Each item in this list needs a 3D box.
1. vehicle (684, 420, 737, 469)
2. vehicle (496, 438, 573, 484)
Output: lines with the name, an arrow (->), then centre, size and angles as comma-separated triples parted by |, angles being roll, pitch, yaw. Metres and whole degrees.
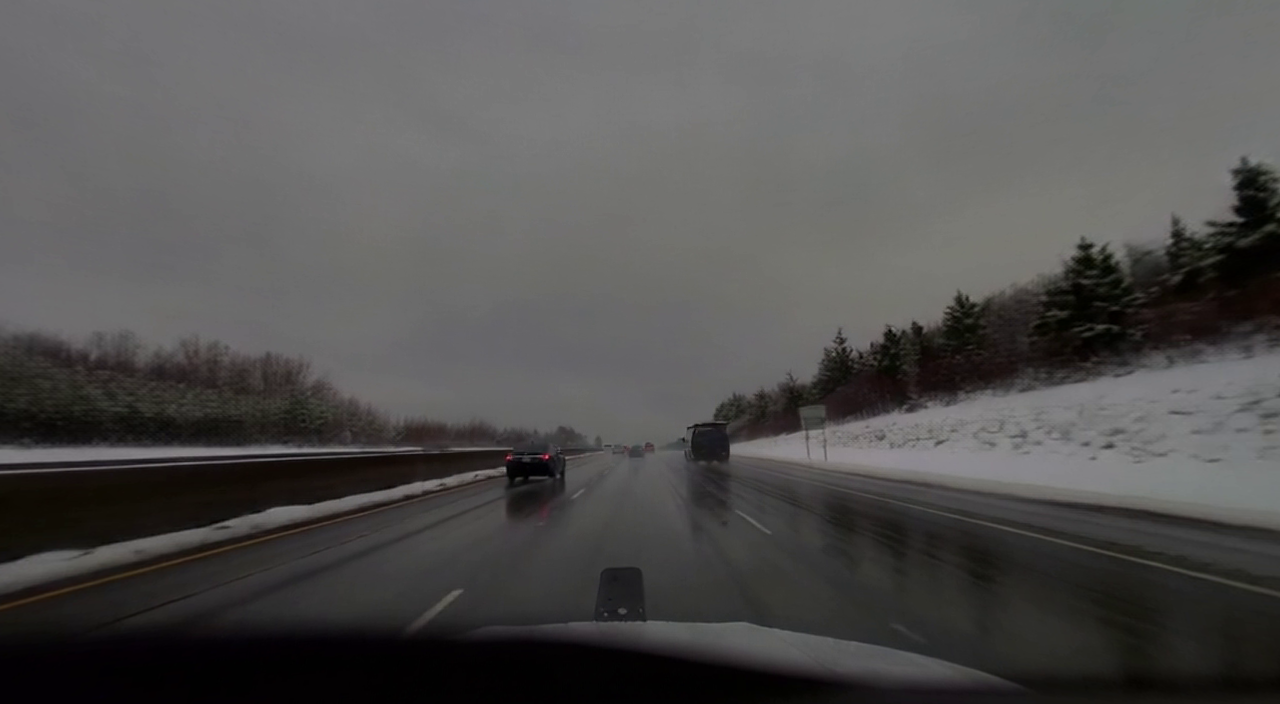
vehicle -> 4.000, 5.449, 37.036 | 2.361, 2.636, 5.684 | 0, -9, -1
vehicle -> -3.796, 4.007, 23.425 | 2.054, 1.529, 4.368 | 0, -9, 1
